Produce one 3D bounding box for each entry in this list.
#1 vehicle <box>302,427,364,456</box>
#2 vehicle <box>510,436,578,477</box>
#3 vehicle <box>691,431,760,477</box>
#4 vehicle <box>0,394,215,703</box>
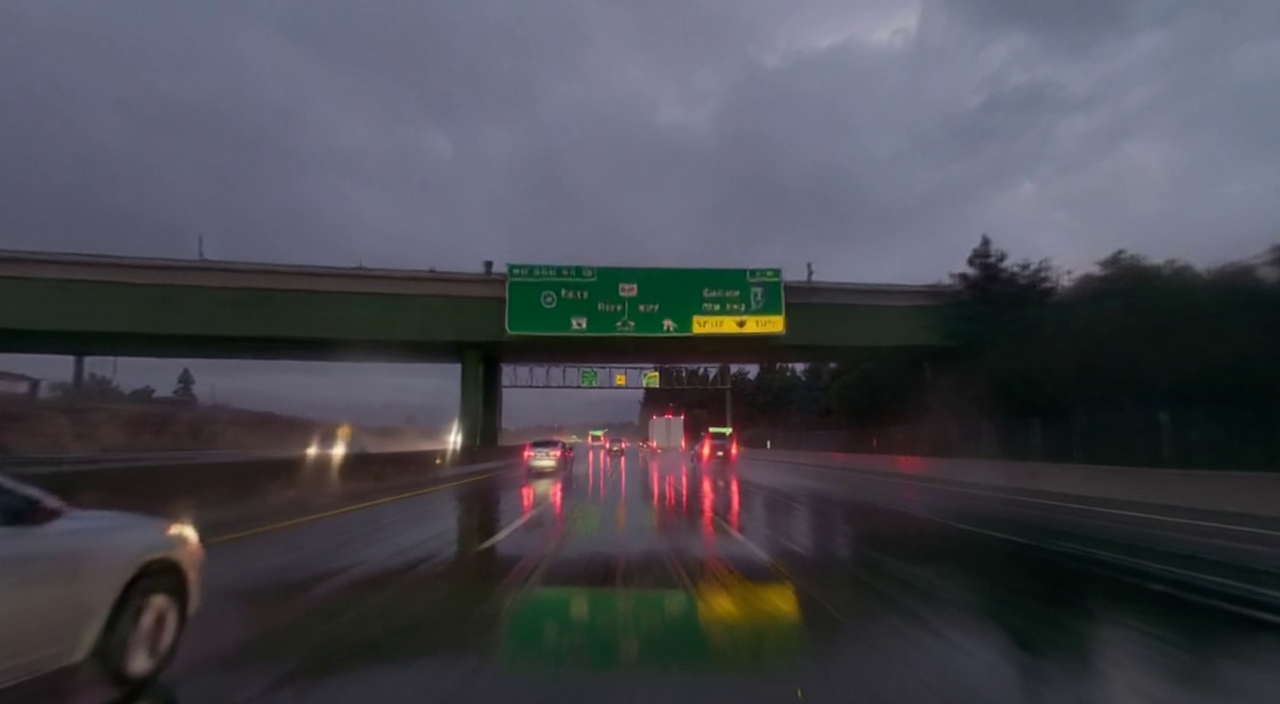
[{"bbox_3d":[-20.239,5.917,41.698,2.027,1.792,4.238,0,-8,-1],"label":"vehicle"},{"bbox_3d":[-3.748,4.172,25.444,2.064,1.479,4.370,0,-8,0],"label":"vehicle"},{"bbox_3d":[3.219,3.947,24.582,2.001,1.625,4.088,0,-8,-2],"label":"vehicle"},{"bbox_3d":[-3.567,0.760,1.375,2.122,1.486,4.532,0,-8,0],"label":"vehicle"}]
